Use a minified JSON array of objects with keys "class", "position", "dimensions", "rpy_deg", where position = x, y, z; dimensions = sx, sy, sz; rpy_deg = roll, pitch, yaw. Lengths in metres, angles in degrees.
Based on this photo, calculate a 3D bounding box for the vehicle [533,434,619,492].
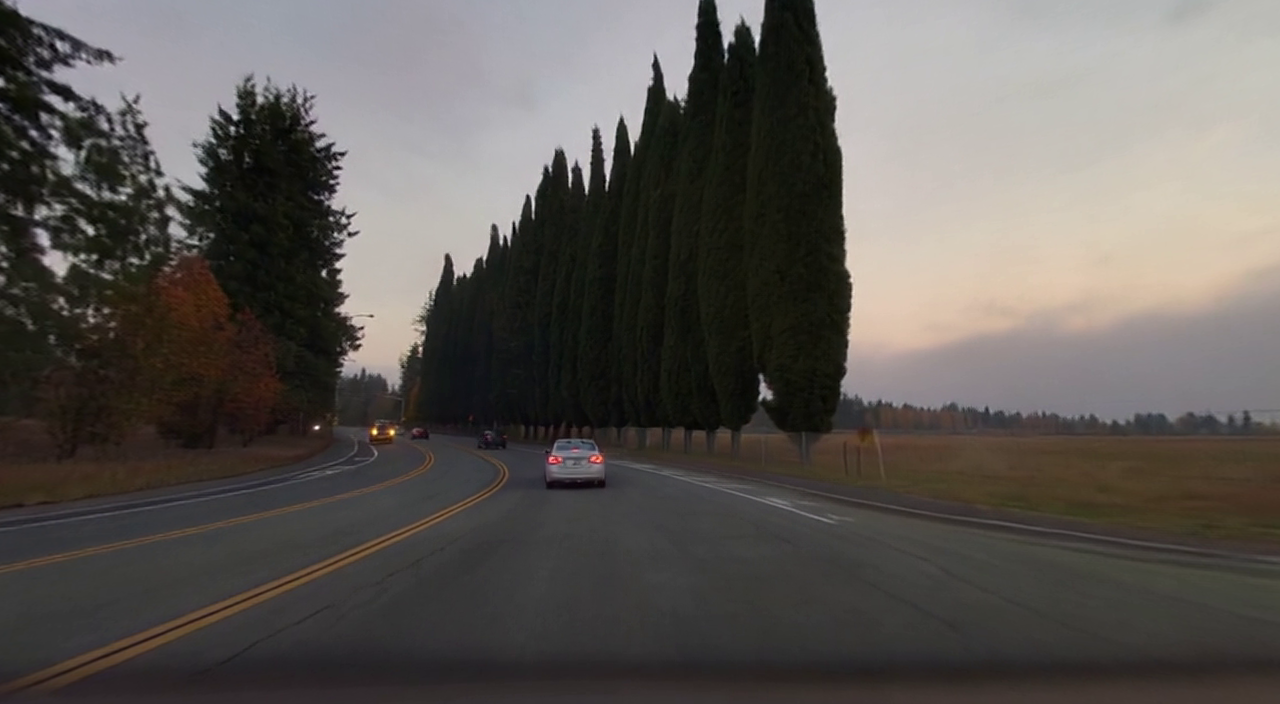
[{"class":"vehicle","position":[-2.026,3.282,19.009],"dimensions":[2.296,1.510,4.068],"rpy_deg":[1,-8,-9]}]

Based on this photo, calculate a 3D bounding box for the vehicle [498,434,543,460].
[{"class":"vehicle","position":[-7.388,5.825,38.684],"dimensions":[2.080,1.530,3.719],"rpy_deg":[3,-9,-20]}]
